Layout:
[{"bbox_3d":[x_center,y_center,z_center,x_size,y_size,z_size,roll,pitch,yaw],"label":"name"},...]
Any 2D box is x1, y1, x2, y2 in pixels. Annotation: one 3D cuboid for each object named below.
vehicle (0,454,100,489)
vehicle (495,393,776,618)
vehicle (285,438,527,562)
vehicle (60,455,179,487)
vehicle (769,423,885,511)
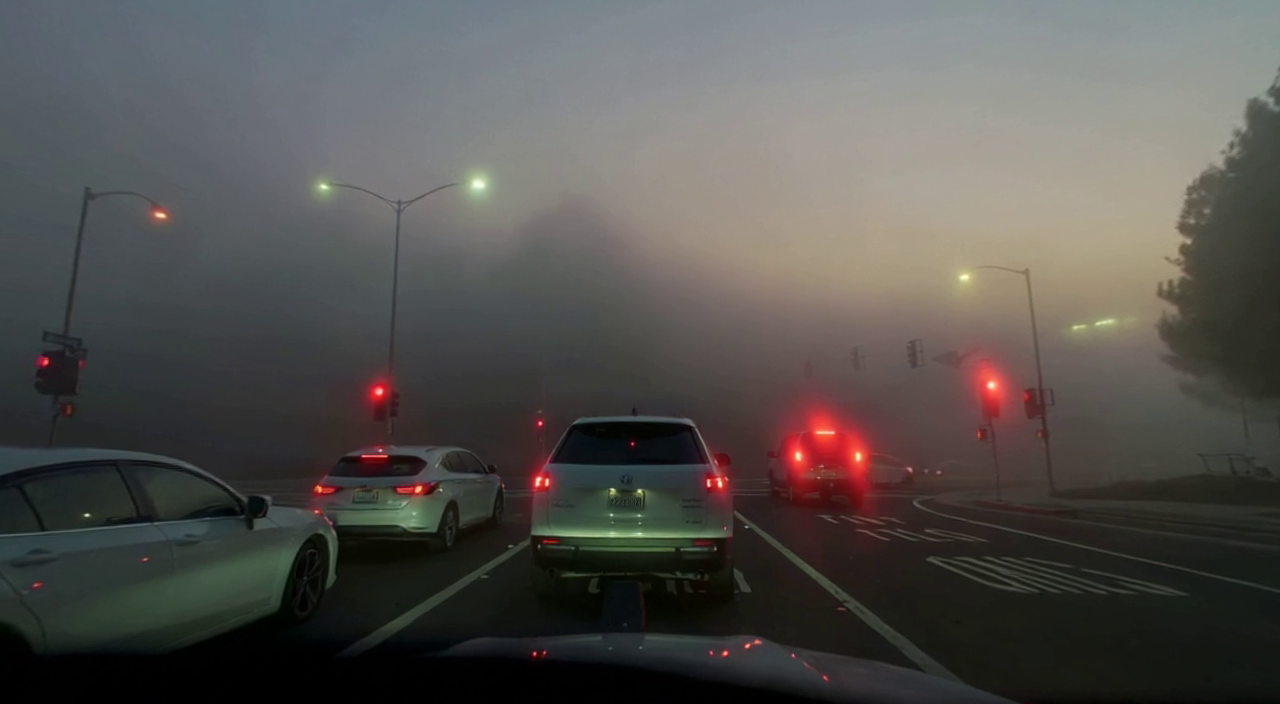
[{"bbox_3d":[-27.042,5.277,27.959,4.198,1.444,1.765,2,-9,-15],"label":"vehicle"},{"bbox_3d":[-0.028,1.525,7.179,2.203,1.757,4.286,0,-8,0],"label":"vehicle"},{"bbox_3d":[-3.192,2.091,9.764,1.913,1.453,4.413,0,-8,2],"label":"vehicle"},{"bbox_3d":[-25.963,5.946,31.610,4.140,1.444,1.742,2,-9,-15],"label":"vehicle"},{"bbox_3d":[4.816,3.004,16.927,2.084,2.053,4.073,-1,-8,4],"label":"vehicle"}]
